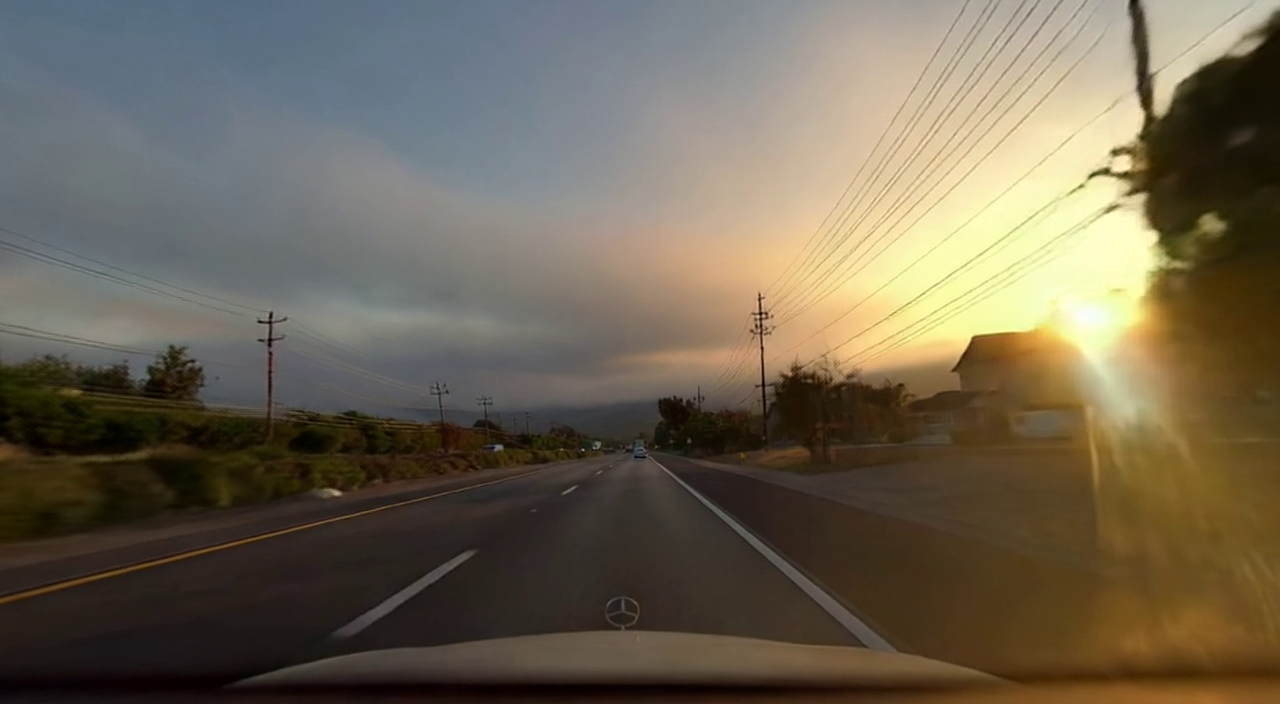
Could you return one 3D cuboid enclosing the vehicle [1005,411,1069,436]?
[{"bbox_3d":[28.202,5.129,44.915,1.887,1.623,4.203,0,-9,2],"label":"vehicle"}]
